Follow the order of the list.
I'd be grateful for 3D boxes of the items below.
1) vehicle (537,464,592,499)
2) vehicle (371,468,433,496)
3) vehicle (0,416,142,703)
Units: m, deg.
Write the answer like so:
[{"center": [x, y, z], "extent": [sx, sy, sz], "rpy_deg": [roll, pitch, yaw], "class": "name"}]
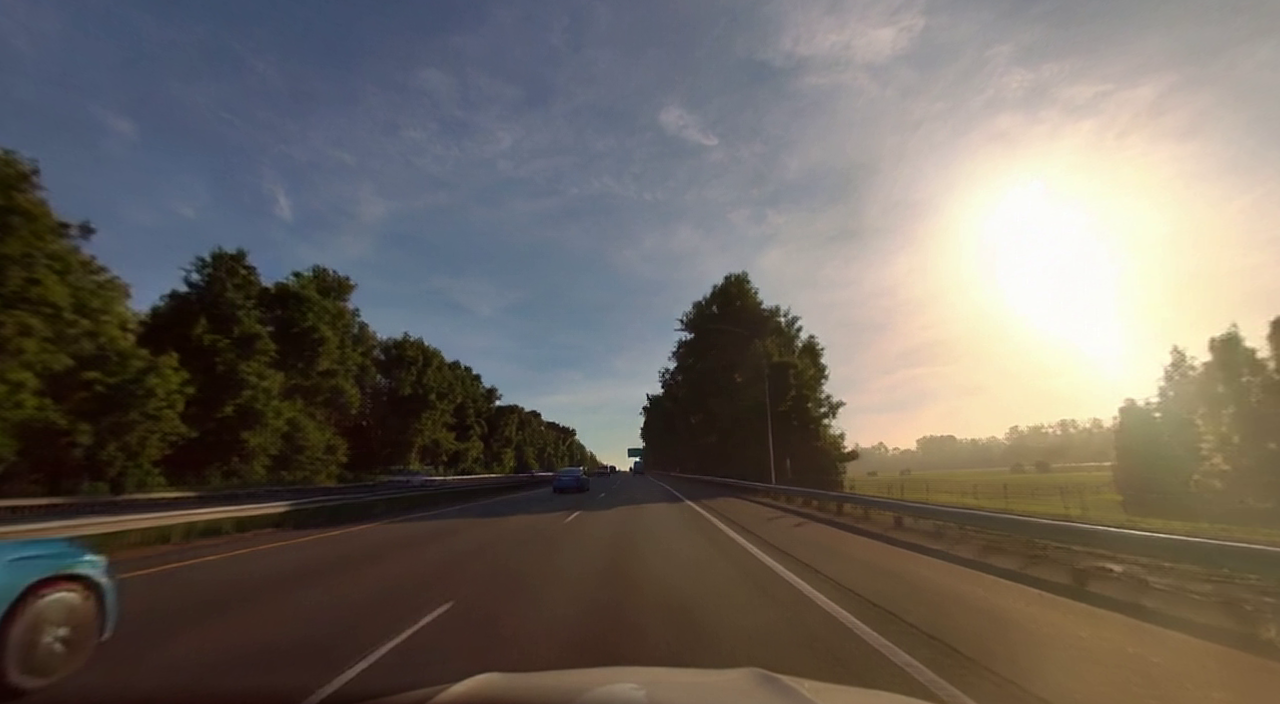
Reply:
[{"center": [-3.552, 6.244, 30.599], "extent": [2.006, 1.516, 4.820], "rpy_deg": [1, -11, 0], "class": "vehicle"}, {"center": [-13.735, 7.501, 36.580], "extent": [1.839, 1.478, 4.425], "rpy_deg": [1, -11, 0], "class": "vehicle"}, {"center": [-4.293, 0.808, 1.721], "extent": [2.040, 1.525, 4.603], "rpy_deg": [1, -11, 0], "class": "vehicle"}]
